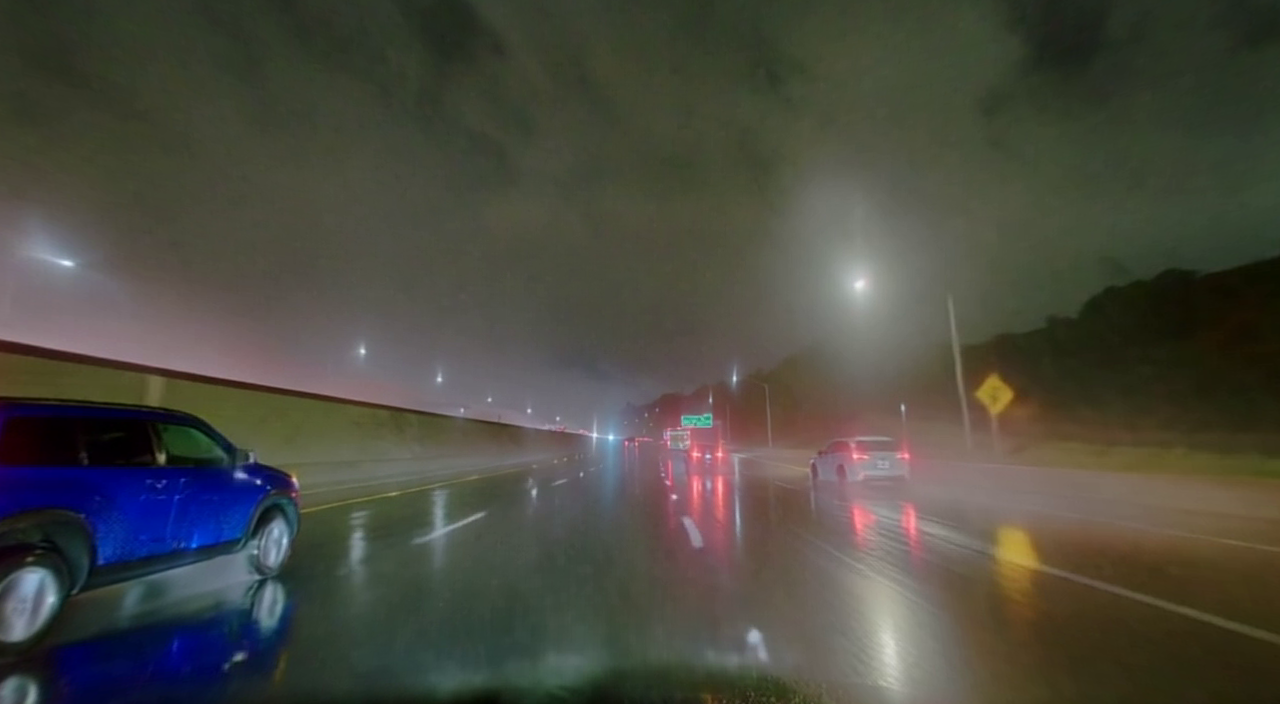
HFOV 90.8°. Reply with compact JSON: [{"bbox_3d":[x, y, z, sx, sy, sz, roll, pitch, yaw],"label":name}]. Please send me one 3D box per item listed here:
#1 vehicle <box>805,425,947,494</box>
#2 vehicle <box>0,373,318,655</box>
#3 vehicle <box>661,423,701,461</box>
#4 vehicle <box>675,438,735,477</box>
[{"bbox_3d":[6.561,3.051,18.316,2.184,1.712,4.856,0,-8,0],"label":"vehicle"},{"bbox_3d":[-4.757,1.168,5.141,2.000,1.646,4.201,0,-8,1],"label":"vehicle"},{"bbox_3d":[3.038,6.920,48.638,2.629,2.718,6.740,0,-8,0],"label":"vehicle"},{"bbox_3d":[2.750,4.613,27.921,2.108,1.509,5.059,0,-8,0],"label":"vehicle"}]
